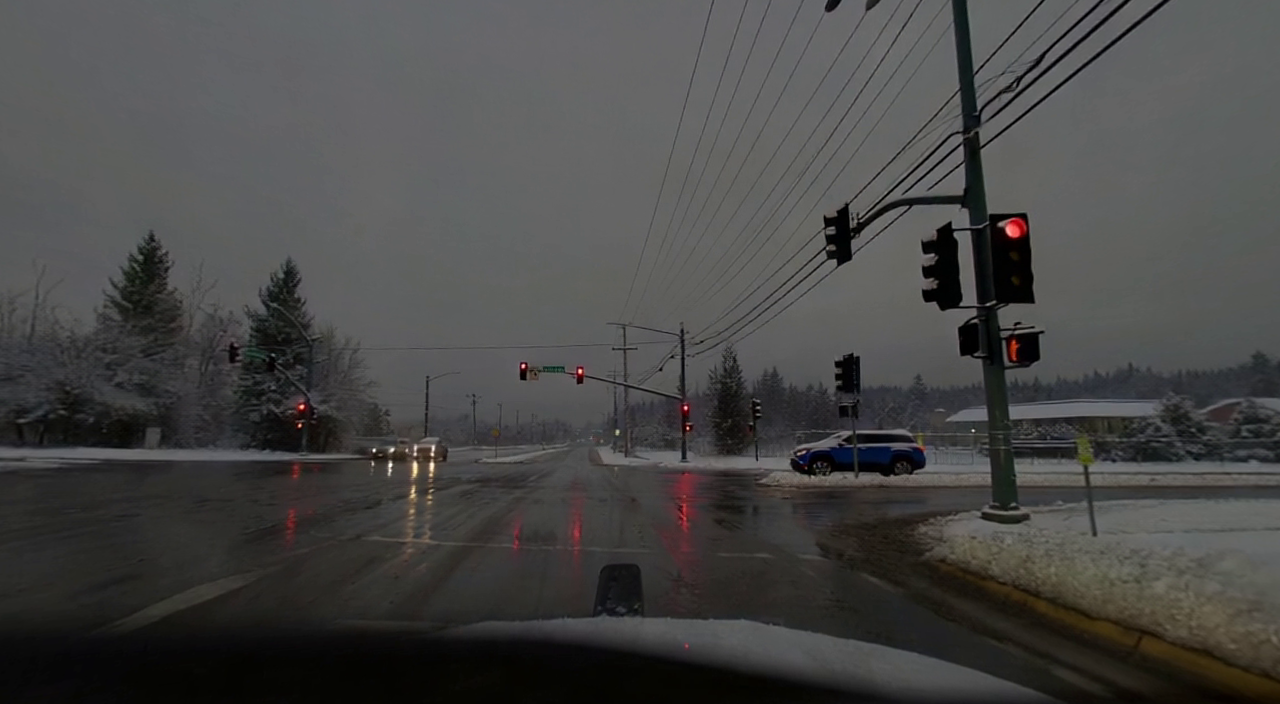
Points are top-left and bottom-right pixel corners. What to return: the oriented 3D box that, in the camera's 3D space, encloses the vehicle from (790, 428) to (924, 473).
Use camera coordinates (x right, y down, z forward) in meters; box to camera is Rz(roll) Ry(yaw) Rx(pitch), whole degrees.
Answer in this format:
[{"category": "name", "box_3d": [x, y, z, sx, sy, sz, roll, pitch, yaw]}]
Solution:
[{"category": "vehicle", "box_3d": [8.700, 4.018, 25.724, 4.884, 1.714, 2.021, -2, -9, 12]}]
